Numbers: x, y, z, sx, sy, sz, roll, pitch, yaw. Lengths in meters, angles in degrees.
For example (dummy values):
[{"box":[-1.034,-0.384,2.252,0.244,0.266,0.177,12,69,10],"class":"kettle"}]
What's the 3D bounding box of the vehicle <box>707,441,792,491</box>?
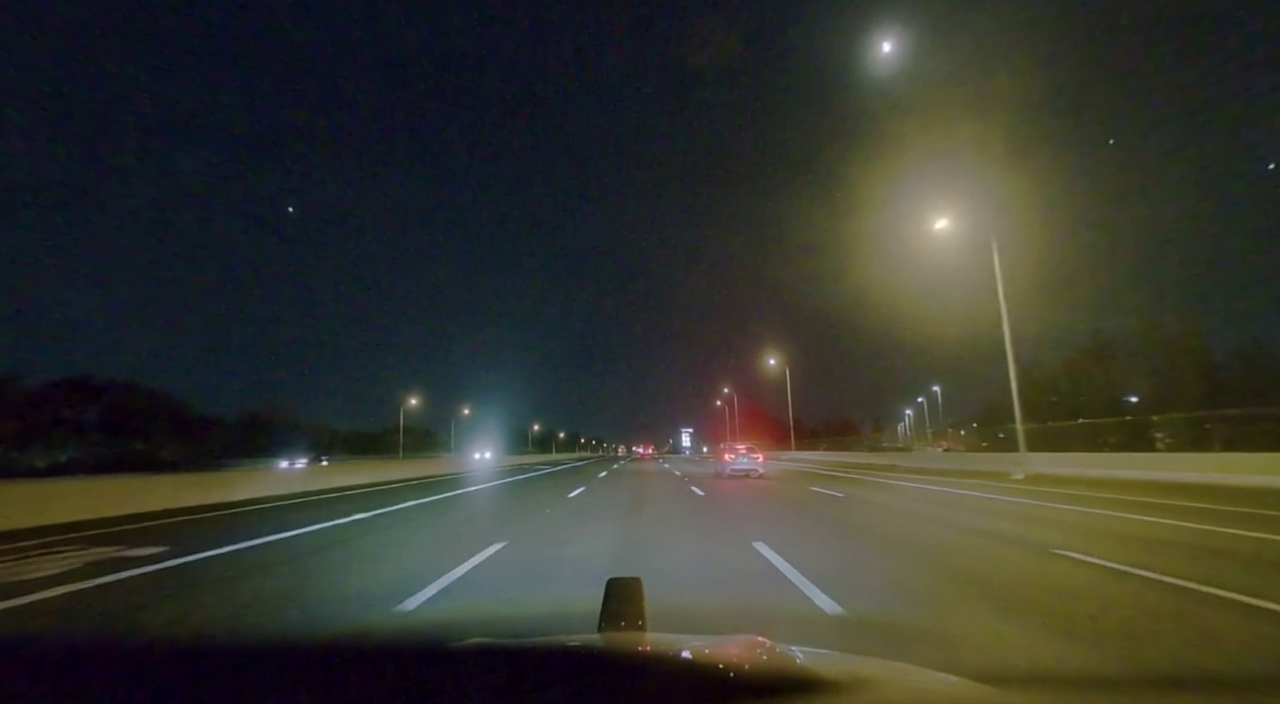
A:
[{"box":[3.595,3.839,21.595,1.999,1.492,4.673,0,-9,-1],"class":"vehicle"}]
